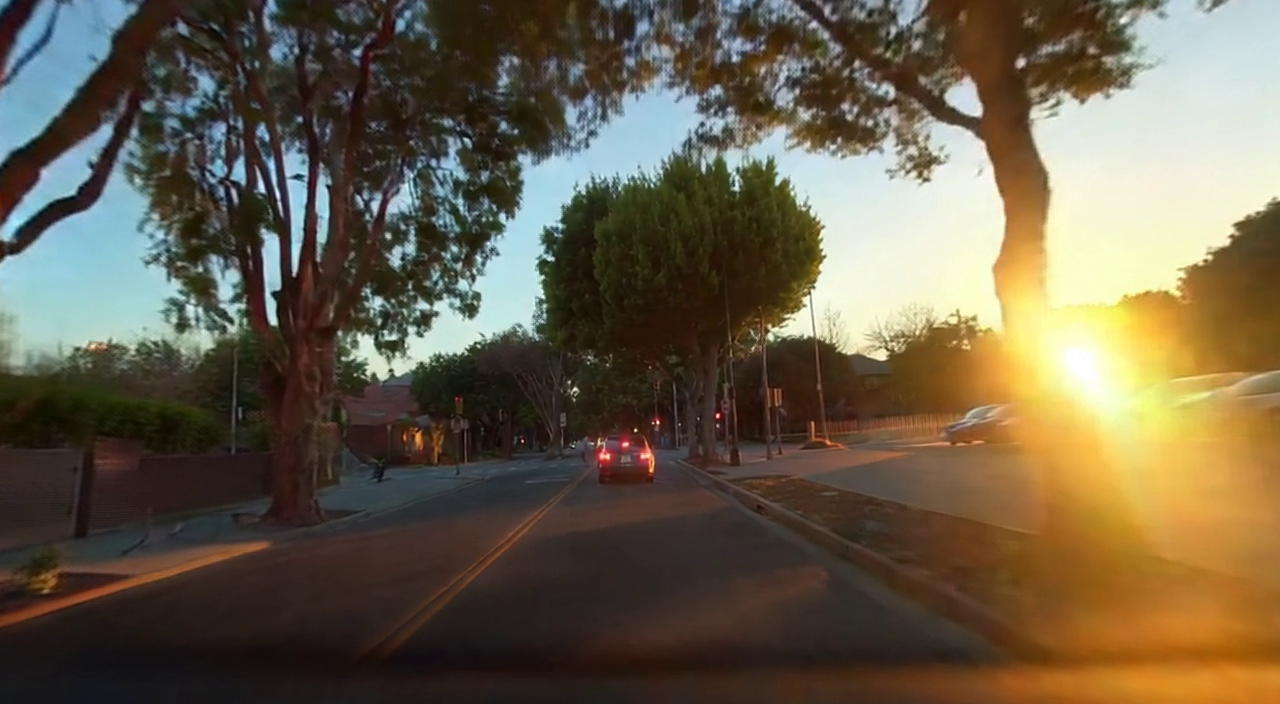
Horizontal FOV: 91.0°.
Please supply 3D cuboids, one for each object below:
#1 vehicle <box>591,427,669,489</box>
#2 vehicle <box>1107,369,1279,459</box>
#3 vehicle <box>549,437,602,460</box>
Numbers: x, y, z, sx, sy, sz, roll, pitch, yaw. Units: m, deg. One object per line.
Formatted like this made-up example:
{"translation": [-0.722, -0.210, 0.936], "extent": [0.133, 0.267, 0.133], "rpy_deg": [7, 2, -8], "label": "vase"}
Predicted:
{"translation": [-0.259, 3.203, 19.406], "extent": [2.142, 1.686, 3.816], "rpy_deg": [-1, -8, 1], "label": "vehicle"}
{"translation": [12.481, 1.192, 12.918], "extent": [4.052, 1.595, 2.062], "rpy_deg": [-4, -5, 3], "label": "vehicle"}
{"translation": [-5.079, 7.501, 48.988], "extent": [1.966, 1.651, 4.401], "rpy_deg": [6, -11, -40], "label": "vehicle"}
